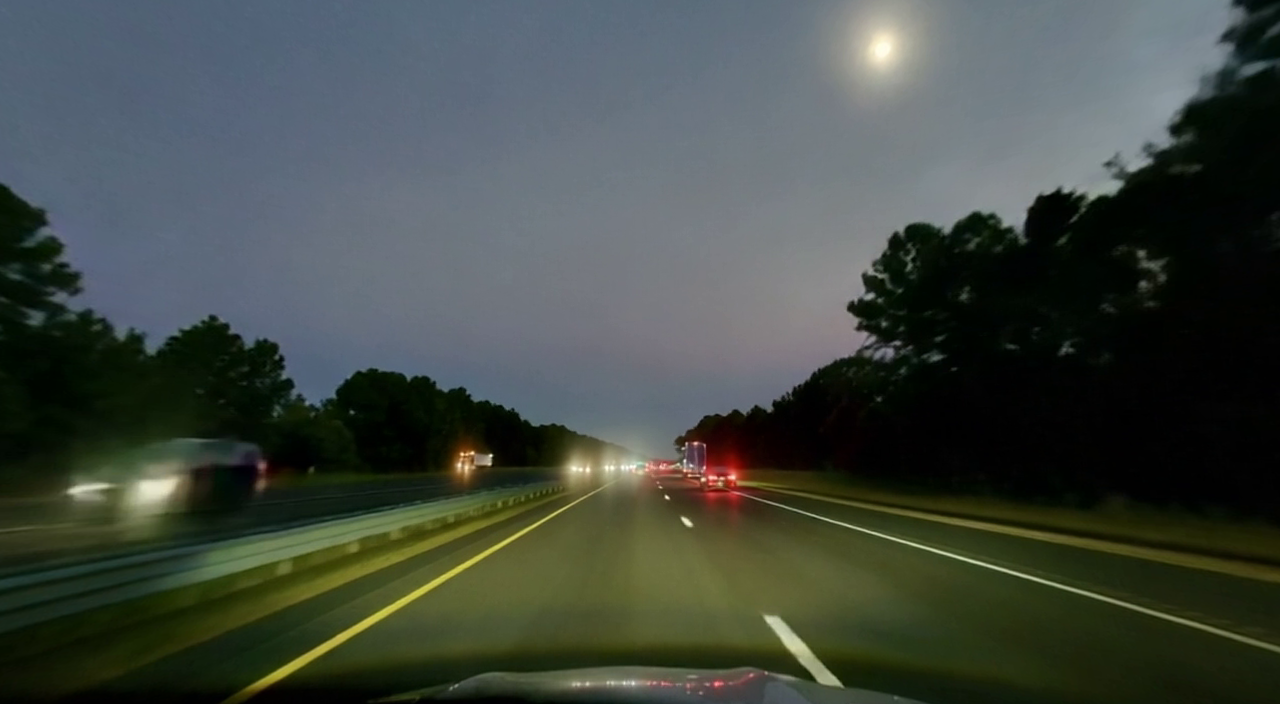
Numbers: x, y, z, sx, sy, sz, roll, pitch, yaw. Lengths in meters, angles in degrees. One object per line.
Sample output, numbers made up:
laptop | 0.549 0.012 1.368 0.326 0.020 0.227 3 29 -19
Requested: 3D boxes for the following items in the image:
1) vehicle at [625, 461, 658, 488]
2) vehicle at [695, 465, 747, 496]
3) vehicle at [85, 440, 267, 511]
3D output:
vehicle | 0.133 8.623 44.428 2.212 1.717 4.452 0 -10 1
vehicle | 4.310 6.959 34.323 2.073 1.532 4.969 1 -10 -1
vehicle | -14.037 3.793 19.521 2.015 1.874 4.639 1 -10 0
